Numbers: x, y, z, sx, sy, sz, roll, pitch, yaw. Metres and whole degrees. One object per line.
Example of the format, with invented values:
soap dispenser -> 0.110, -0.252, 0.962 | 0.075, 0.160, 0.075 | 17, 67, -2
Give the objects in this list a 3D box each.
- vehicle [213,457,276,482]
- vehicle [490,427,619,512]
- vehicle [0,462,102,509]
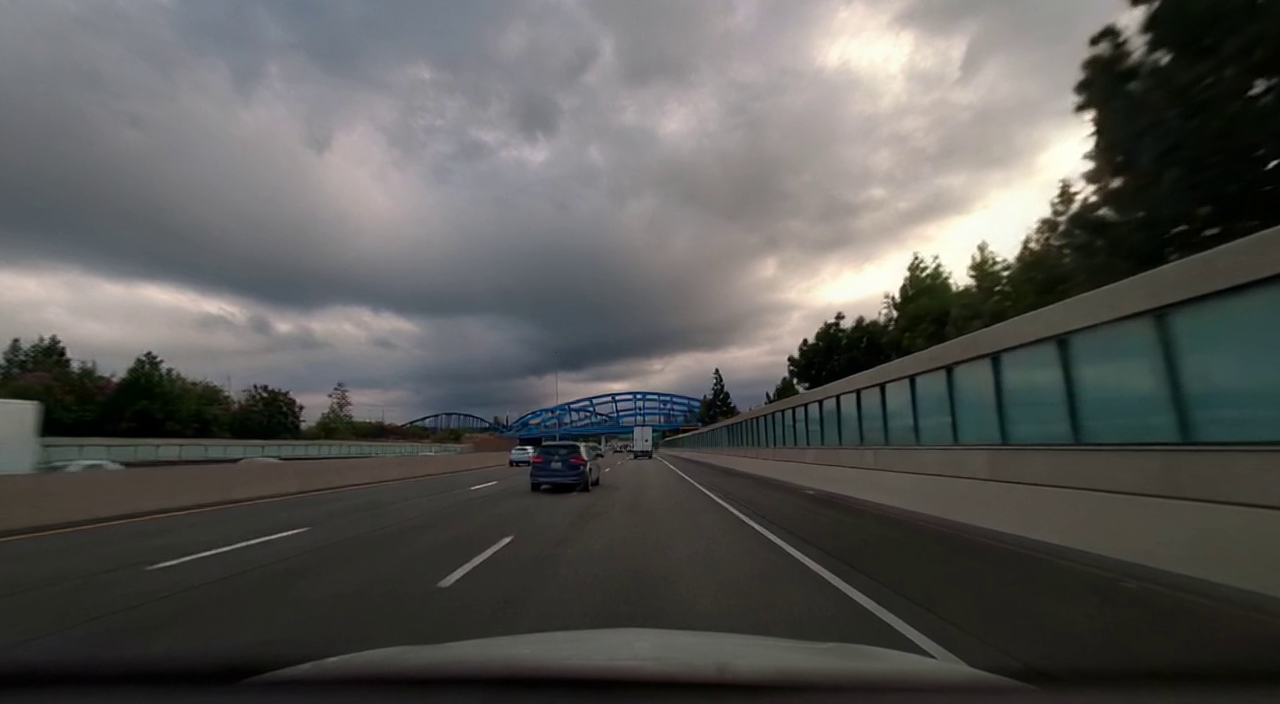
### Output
vehicle -> -25.617, 7.594, 40.969 | 1.749, 1.415, 3.546 | 0, -9, 0
vehicle -> -1.833, 2.752, 15.229 | 2.299, 1.716, 4.579 | -1, -9, 2
vehicle -> -21.537, 4.640, 22.202 | 1.870, 1.400, 3.724 | 0, -9, 0
